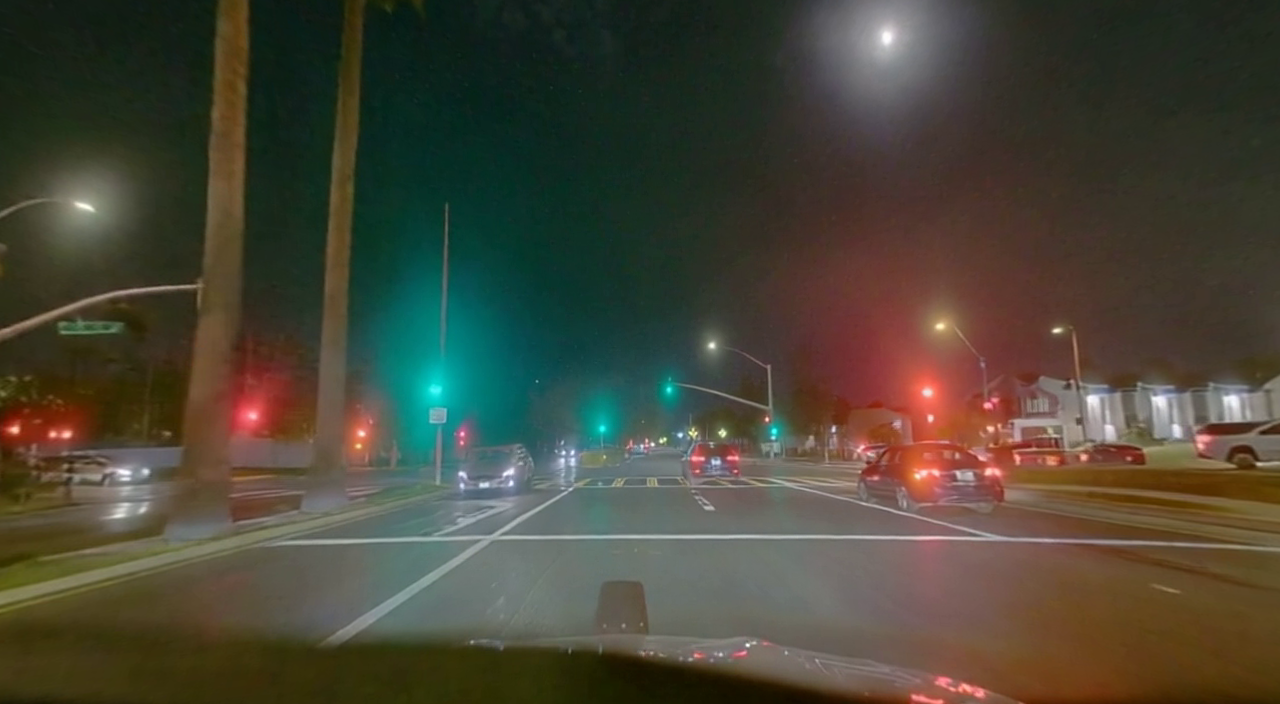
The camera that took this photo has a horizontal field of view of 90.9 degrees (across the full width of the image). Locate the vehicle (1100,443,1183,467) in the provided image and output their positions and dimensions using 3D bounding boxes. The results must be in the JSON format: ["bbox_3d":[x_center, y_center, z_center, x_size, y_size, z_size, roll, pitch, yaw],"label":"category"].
[{"bbox_3d":[33.085,6.783,41.648,3.822,1.501,1.908,0,-8,-2],"label":"vehicle"}]

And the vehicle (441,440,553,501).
[{"bbox_3d":[-3.840,3.261,17.787,2.037,1.472,4.152,0,-9,2],"label":"vehicle"}]

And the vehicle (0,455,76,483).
[{"bbox_3d":[-34.266,6.470,34.892,4.268,1.476,1.802,0,-9,-1],"label":"vehicle"}]

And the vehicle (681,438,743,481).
[{"bbox_3d":[2.914,4.479,26.504,2.009,1.639,4.267,0,-9,-1],"label":"vehicle"}]

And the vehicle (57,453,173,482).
[{"bbox_3d":[-28.844,6.354,34.742,4.579,1.504,1.942,0,-9,-1],"label":"vehicle"}]

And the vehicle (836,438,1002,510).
[{"bbox_3d":[6.447,2.848,15.246,1.890,1.471,4.566,0,-9,0],"label":"vehicle"}]
